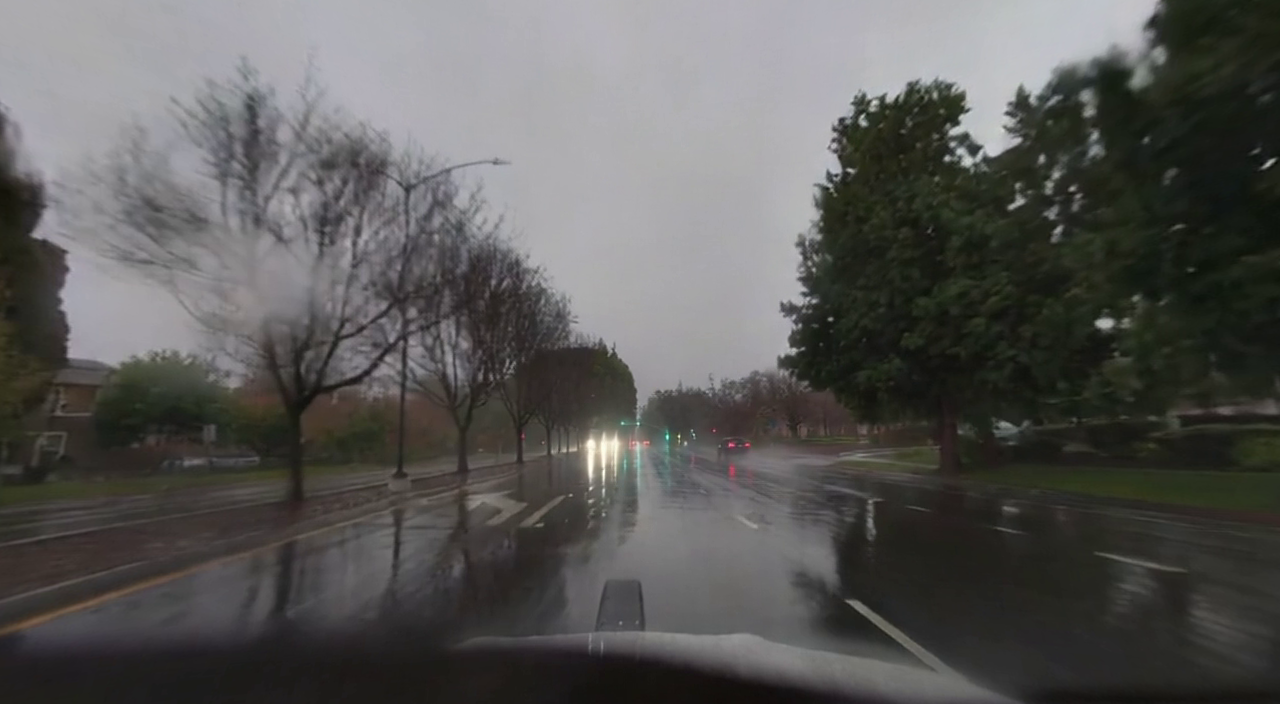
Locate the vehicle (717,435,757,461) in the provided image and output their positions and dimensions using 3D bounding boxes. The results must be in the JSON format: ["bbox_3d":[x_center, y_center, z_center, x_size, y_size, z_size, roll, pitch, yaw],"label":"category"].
[{"bbox_3d":[6.682,6.661,43.873,2.011,1.710,4.357,0,-9,-1],"label":"vehicle"}]
